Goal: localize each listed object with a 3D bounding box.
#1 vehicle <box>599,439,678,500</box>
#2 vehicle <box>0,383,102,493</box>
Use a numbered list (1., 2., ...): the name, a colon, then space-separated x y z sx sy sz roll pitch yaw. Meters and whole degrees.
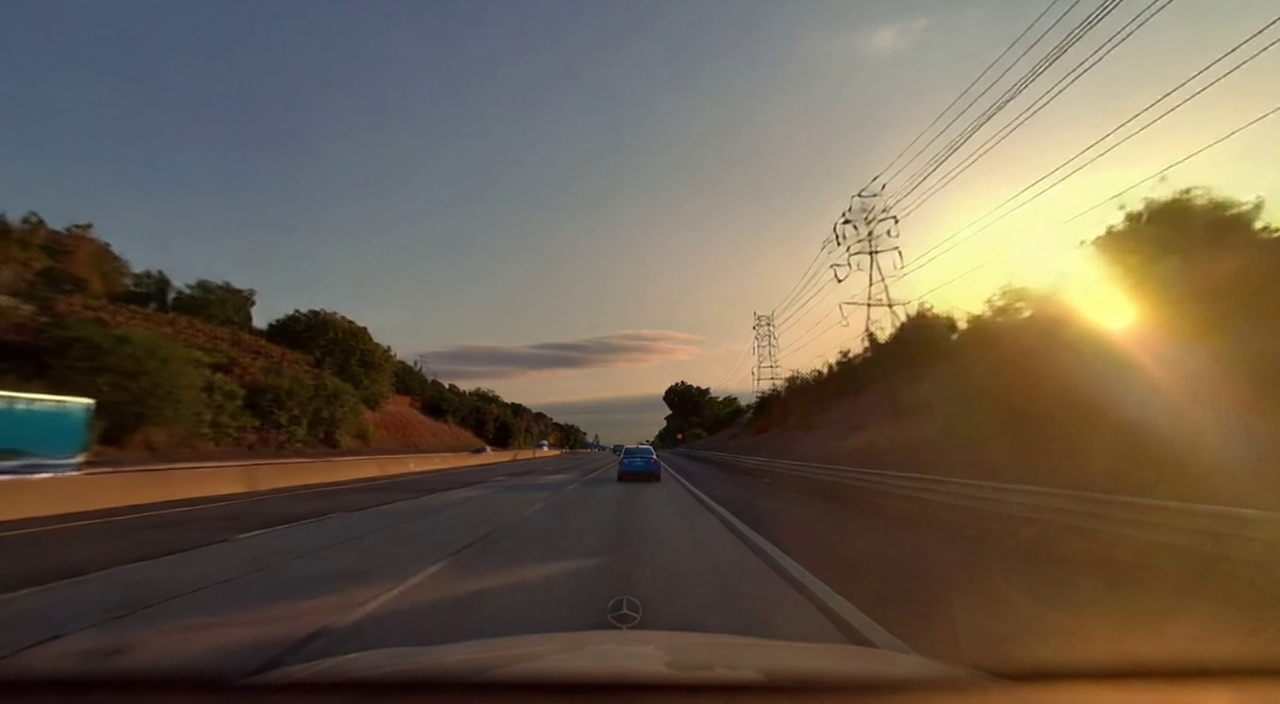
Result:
1. vehicle: -0.077 3.257 17.826 1.966 1.499 4.298 0 -9 -1
2. vehicle: -24.806 2.697 20.100 2.837 3.991 14.192 0 -9 0
